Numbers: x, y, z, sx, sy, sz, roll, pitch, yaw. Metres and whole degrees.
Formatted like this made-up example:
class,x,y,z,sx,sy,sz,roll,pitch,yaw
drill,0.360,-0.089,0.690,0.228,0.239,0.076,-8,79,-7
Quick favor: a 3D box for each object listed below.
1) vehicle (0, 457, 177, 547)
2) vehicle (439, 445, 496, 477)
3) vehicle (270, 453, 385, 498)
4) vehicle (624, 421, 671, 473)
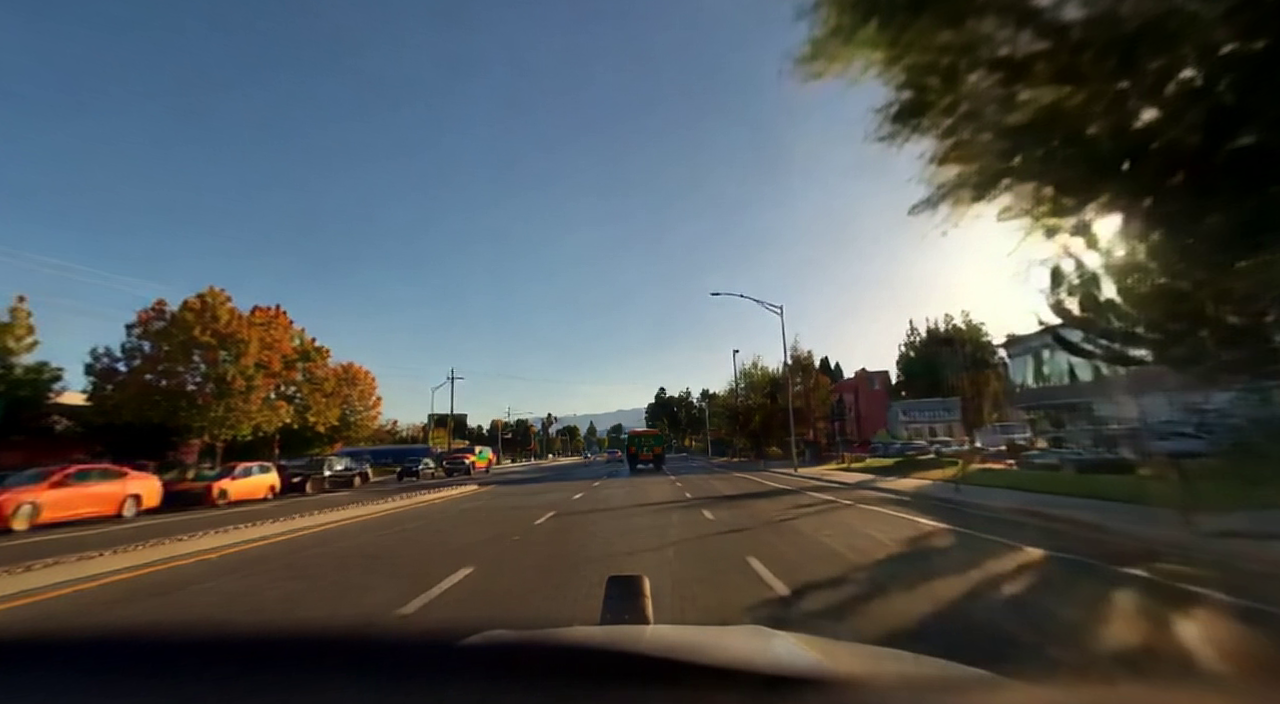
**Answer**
class,x,y,z,sx,sy,sz,roll,pitch,yaw
vehicle,-11.831,2.849,12.429,1.935,1.467,4.451,-1,-9,2
vehicle,-11.160,7.091,41.275,2.155,1.941,4.977,-1,-9,2
vehicle,-11.645,4.608,23.916,1.884,1.486,4.566,-1,-9,2
vehicle,0.430,6.574,43.660,2.843,3.120,10.422,-1,-9,0
